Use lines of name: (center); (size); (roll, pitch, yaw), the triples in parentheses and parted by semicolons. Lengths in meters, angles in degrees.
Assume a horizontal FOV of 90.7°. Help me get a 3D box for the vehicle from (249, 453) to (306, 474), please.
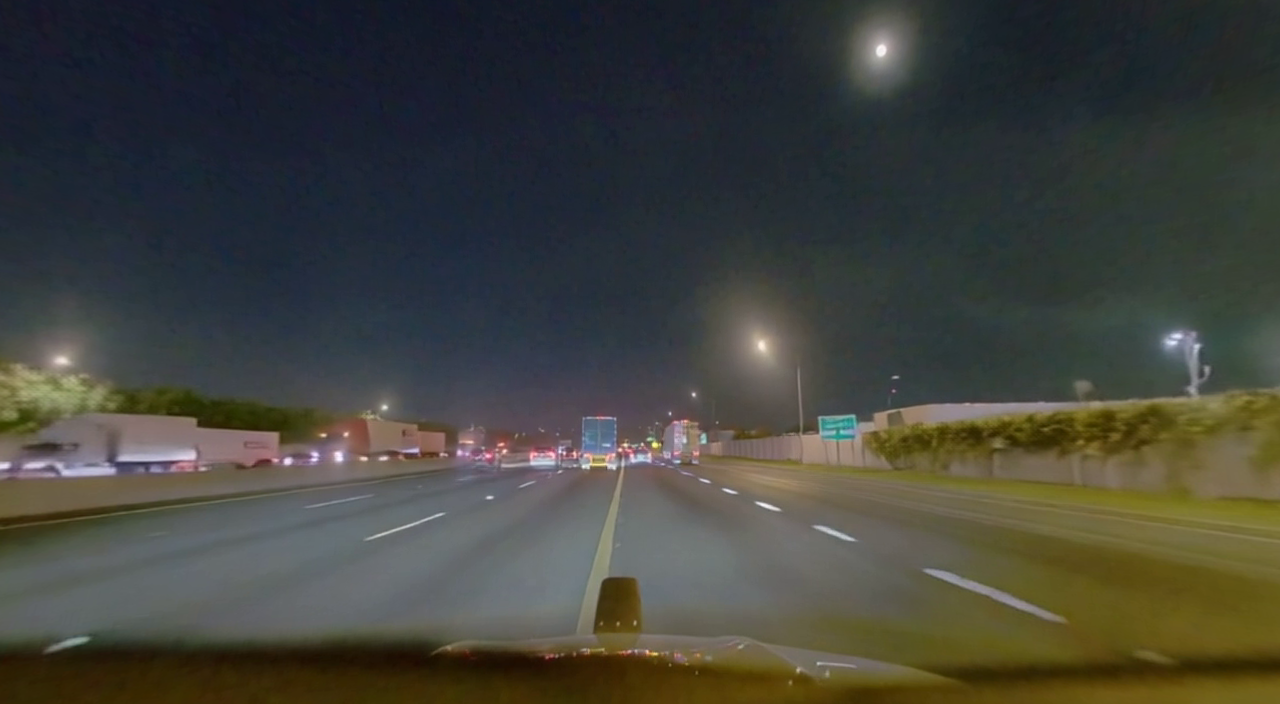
vehicle: (-26.745, 8.213, 46.804); (1.926, 1.418, 3.924); (0, -9, -1)

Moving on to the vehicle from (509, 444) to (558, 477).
vehicle: (-5.748, 5.877, 34.592); (2.132, 1.679, 4.045); (0, -9, -3)

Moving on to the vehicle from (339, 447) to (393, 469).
vehicle: (-19.285, 7.478, 44.719); (1.928, 1.475, 4.536); (0, -9, -2)

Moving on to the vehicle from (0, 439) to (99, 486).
vehicle: (-26.079, 4.543, 26.189); (2.212, 1.805, 5.949); (0, -9, -1)

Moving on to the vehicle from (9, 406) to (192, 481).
vehicle: (-30.566, 5.305, 36.621); (2.966, 3.788, 8.697); (0, -9, -1)

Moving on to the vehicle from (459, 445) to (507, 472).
vehicle: (-10.700, 7.260, 43.430); (2.129, 1.717, 4.593); (0, -9, 0)
